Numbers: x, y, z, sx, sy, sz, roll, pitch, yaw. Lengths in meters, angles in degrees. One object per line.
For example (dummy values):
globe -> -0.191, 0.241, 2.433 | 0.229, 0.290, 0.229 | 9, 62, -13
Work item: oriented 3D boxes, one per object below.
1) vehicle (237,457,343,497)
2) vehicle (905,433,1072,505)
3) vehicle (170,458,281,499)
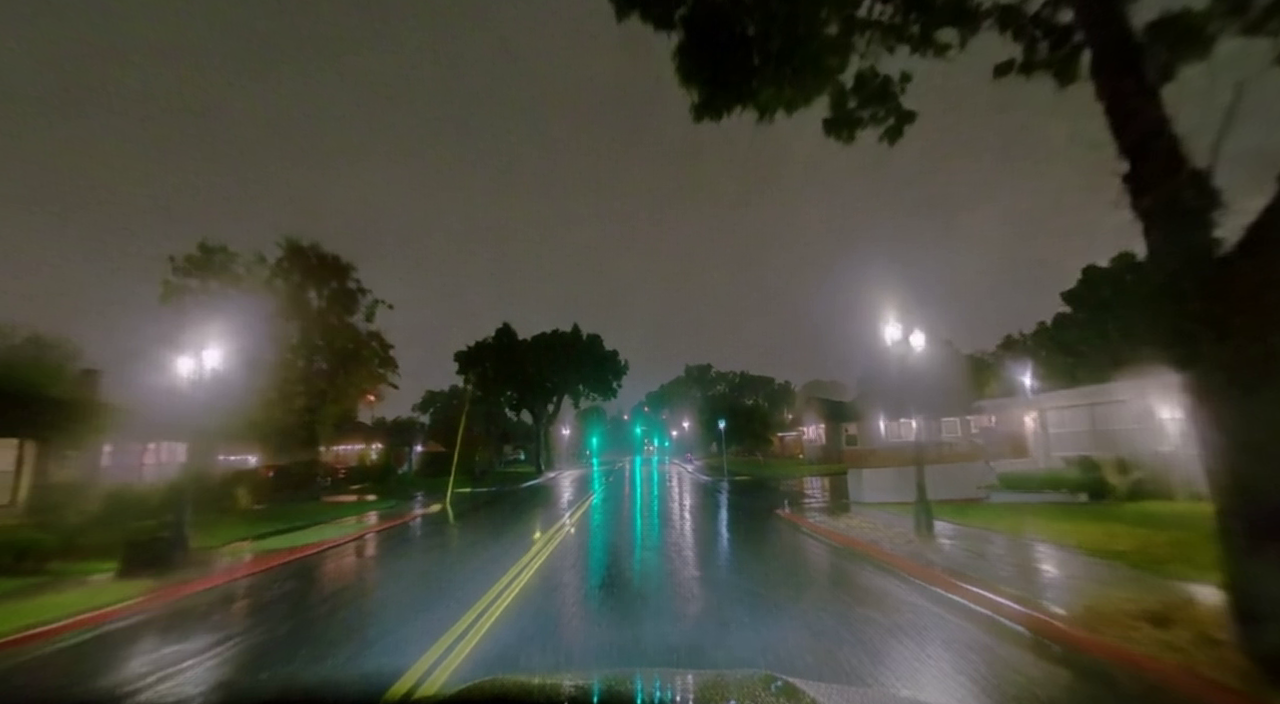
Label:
vehicle -> -14.986, 5.336, 27.313 | 1.830, 1.495, 4.641 | 0, -8, 1
vehicle -> 8.674, 2.873, 16.190 | 1.806, 1.496, 4.164 | 0, -6, -2
vehicle -> -17.839, 5.422, 27.376 | 1.903, 1.500, 4.214 | 0, -8, 1
